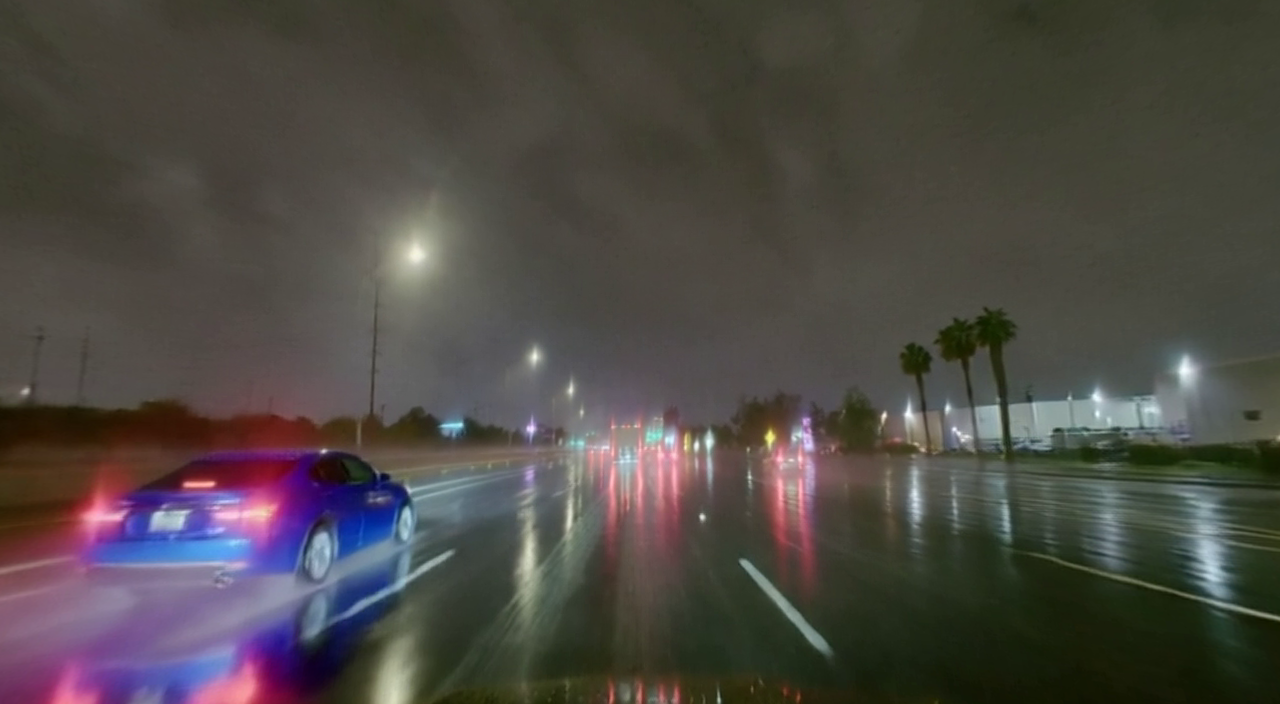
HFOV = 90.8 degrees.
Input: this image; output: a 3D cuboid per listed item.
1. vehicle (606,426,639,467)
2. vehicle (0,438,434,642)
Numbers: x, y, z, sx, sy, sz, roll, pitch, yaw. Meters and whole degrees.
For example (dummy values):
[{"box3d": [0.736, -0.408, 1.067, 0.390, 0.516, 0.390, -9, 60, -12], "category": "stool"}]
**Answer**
[{"box3d": [-1.313, 7.256, 48.578, 2.364, 2.953, 6.495, 0, -9, -2], "category": "vehicle"}, {"box3d": [-3.992, 1.686, 6.765, 2.097, 1.447, 4.291, 0, -9, 0], "category": "vehicle"}]
